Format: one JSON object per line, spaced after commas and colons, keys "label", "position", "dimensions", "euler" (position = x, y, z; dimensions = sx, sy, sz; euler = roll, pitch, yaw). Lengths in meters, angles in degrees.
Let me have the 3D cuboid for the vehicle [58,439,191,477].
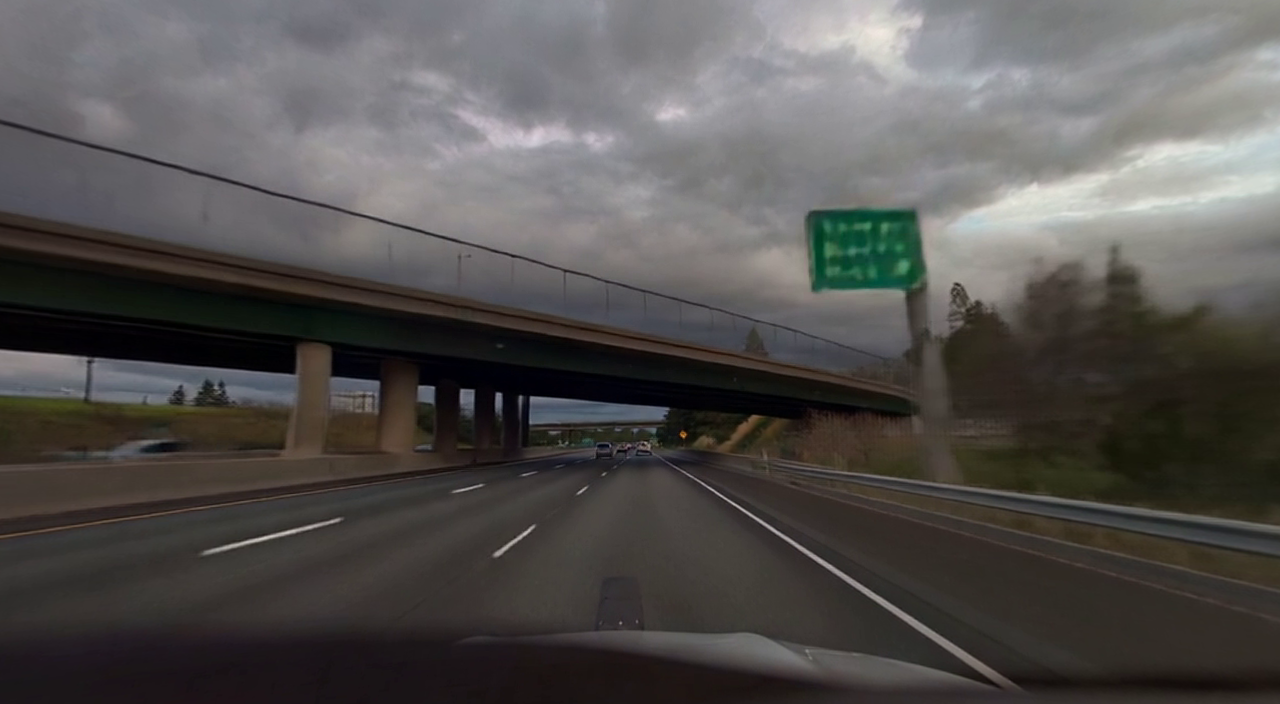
{"label": "vehicle", "position": [-28.702, 5.942, 35.453], "dimensions": [2.284, 1.914, 6.108], "euler": [0, -9, 1]}
